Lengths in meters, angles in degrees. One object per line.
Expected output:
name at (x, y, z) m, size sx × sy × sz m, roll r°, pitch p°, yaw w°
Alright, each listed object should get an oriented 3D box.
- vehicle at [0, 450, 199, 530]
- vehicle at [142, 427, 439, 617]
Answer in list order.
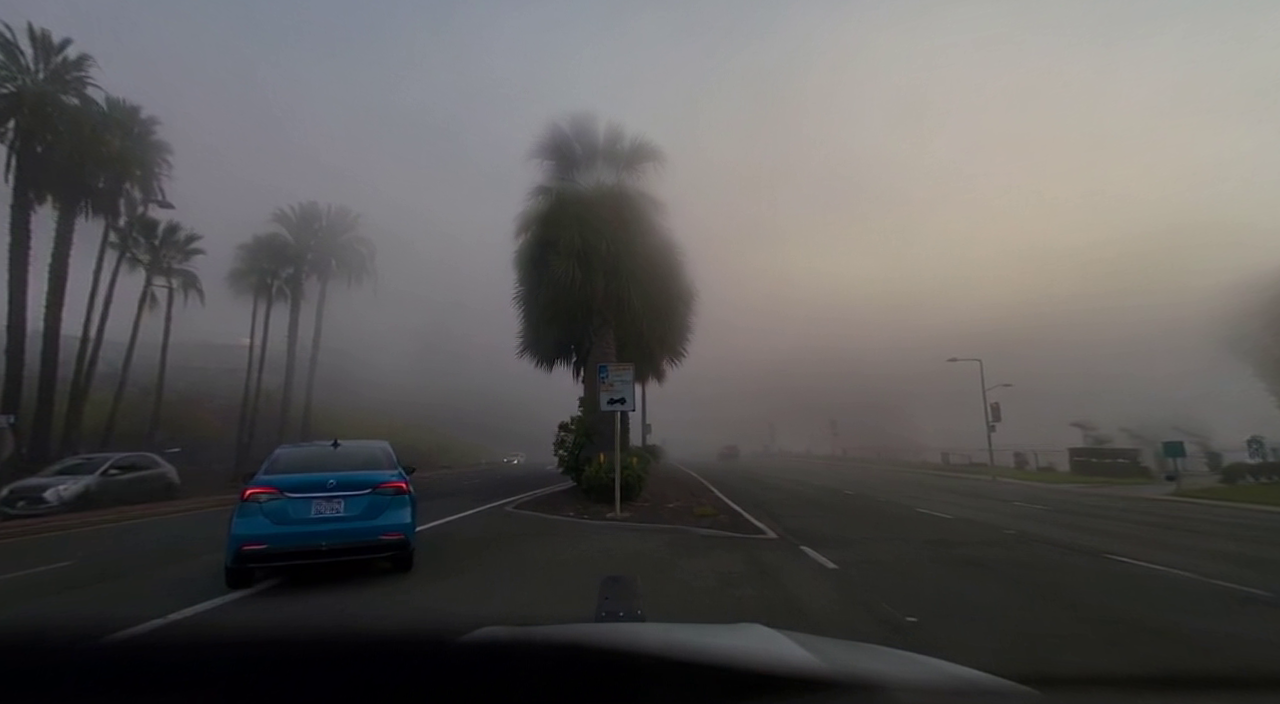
vehicle at (-12.593, 2.971, 14.233) m, size 2.099 × 1.464 × 4.615 m, roll 0°, pitch -9°, yaw -2°
vehicle at (-4.255, 1.683, 7.320) m, size 1.986 × 1.473 × 4.382 m, roll 7°, pitch -11°, yaw -41°
